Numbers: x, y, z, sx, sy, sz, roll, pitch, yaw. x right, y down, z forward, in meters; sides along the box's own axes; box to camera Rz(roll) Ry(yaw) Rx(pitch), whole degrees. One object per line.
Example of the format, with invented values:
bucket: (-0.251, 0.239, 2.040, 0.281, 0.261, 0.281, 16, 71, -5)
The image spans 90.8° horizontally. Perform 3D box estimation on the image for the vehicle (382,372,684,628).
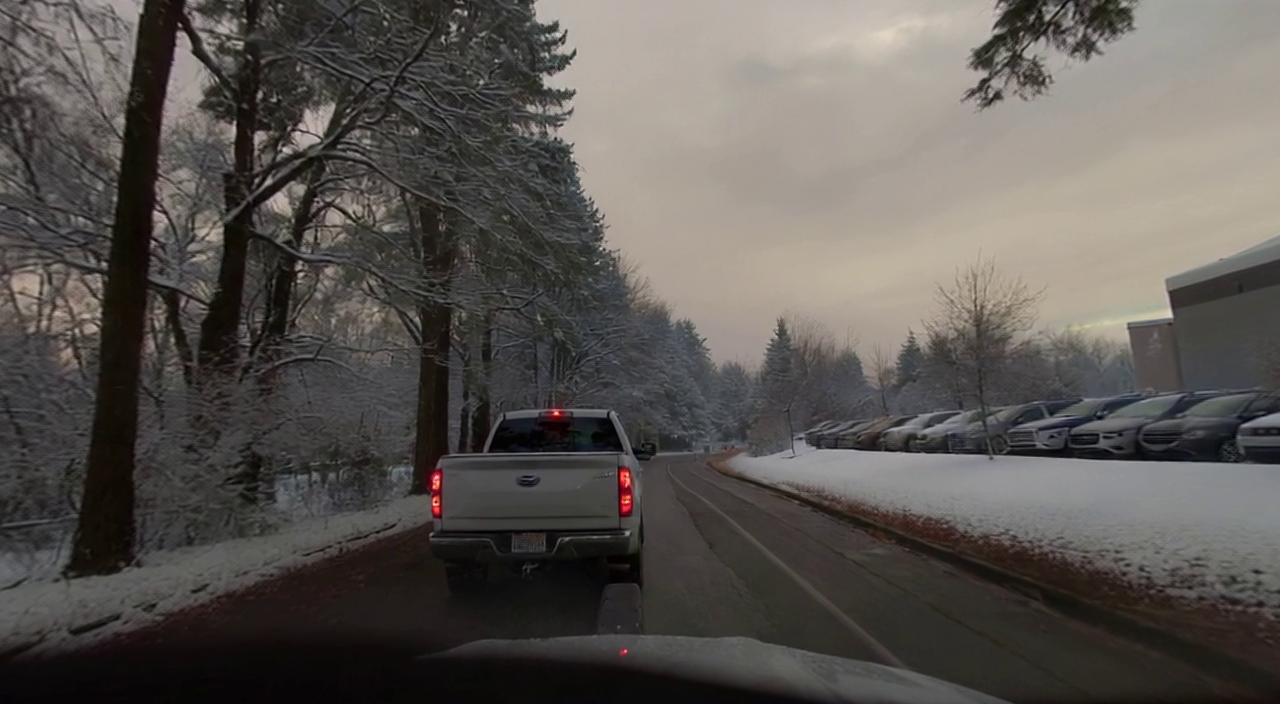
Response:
vehicle: (-0.686, 1.422, 7.107, 2.157, 1.816, 5.039, 0, -8, 2)

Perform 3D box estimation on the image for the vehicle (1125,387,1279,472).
vehicle: (11.879, 1.408, 11.552, 4.298, 1.392, 1.944, -1, -8, 2)
